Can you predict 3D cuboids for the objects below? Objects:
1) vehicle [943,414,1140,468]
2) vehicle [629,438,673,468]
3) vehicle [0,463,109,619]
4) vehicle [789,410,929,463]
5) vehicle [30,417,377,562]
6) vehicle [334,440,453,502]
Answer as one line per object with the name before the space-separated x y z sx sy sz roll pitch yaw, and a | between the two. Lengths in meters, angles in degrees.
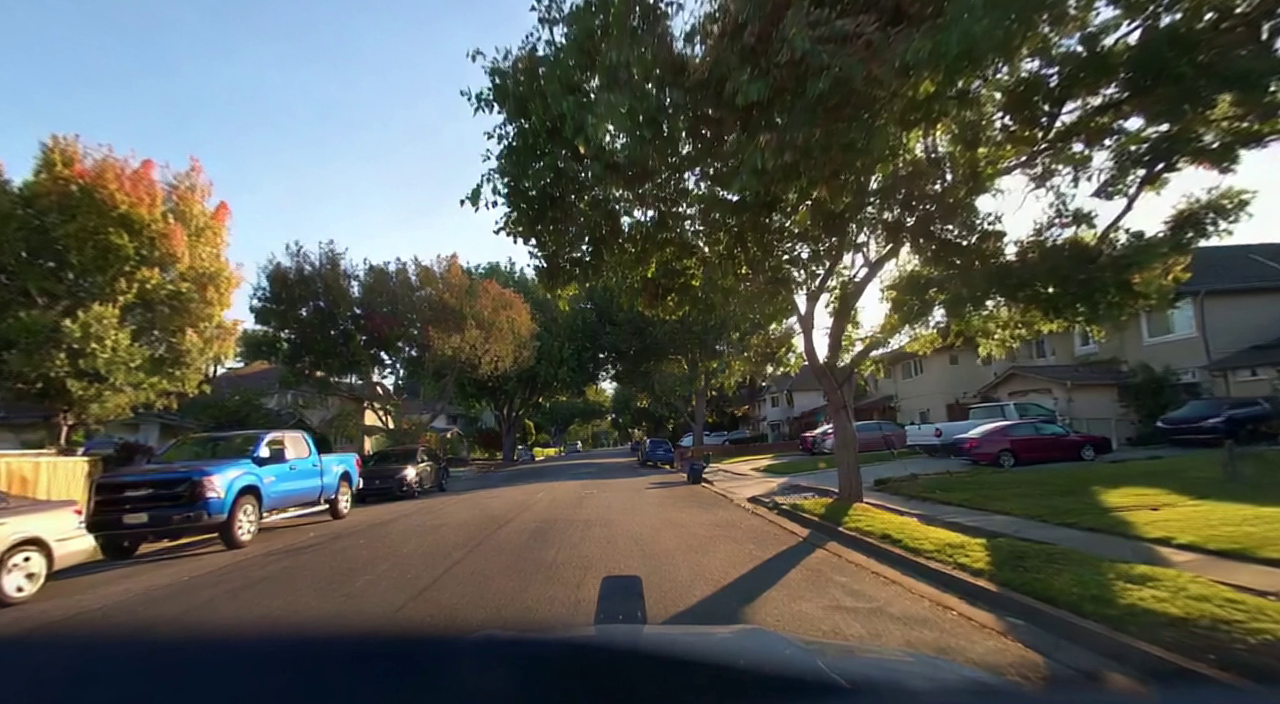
vehicle | 11.449 2.584 18.207 4.390 1.457 1.861 0 -8 0
vehicle | 0.506 5.436 34.029 2.006 1.494 4.211 1 -8 -4
vehicle | -6.955 1.638 4.851 1.919 1.422 4.400 0 -8 -1
vehicle | 9.321 3.638 27.066 5.097 1.824 2.113 -4 -8 -3
vehicle | -7.062 2.269 11.311 2.329 1.947 5.455 0 -8 0
vehicle | -7.256 3.513 19.118 1.995 1.608 4.596 0 -8 -3
